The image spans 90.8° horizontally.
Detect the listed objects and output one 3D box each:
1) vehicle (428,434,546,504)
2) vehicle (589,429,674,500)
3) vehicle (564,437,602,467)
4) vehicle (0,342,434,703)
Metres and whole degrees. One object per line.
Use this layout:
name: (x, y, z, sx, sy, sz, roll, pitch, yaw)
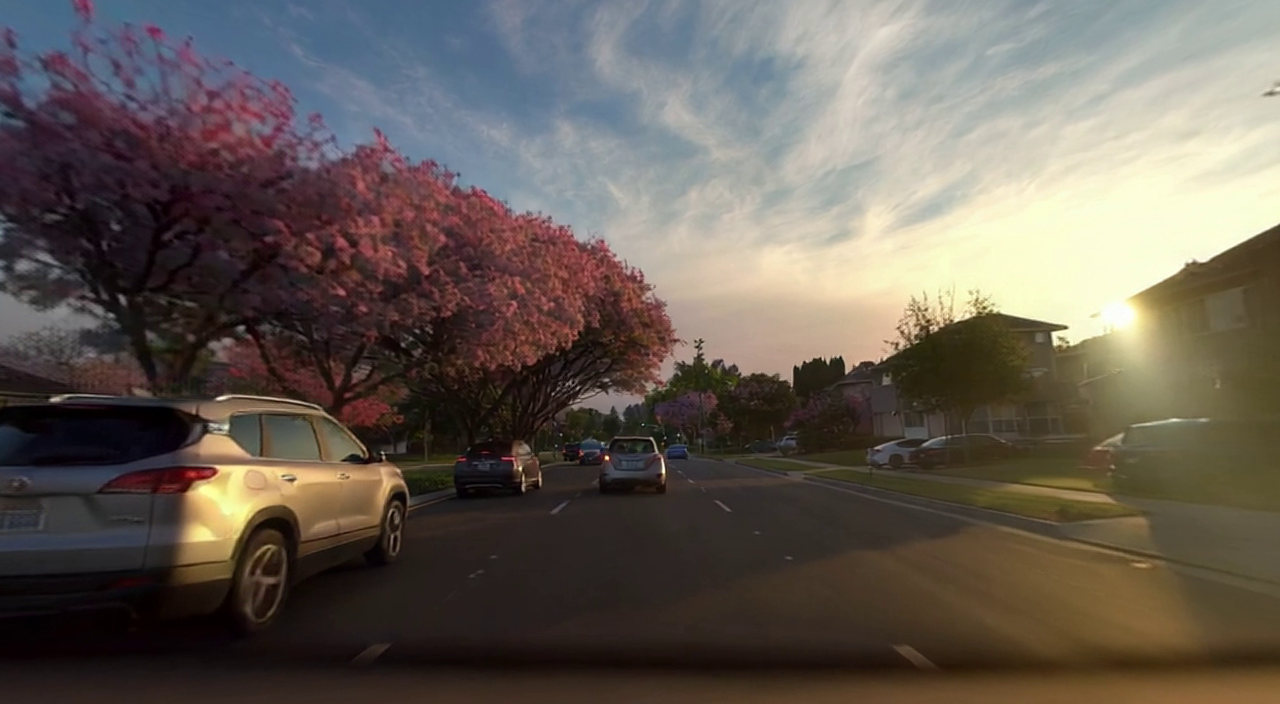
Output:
vehicle: (-3.766, 2.941, 16.328, 2.066, 1.565, 3.905, 0, -8, 0)
vehicle: (-0.200, 2.935, 16.820, 1.997, 1.636, 3.760, 0, -8, 0)
vehicle: (-3.581, 6.422, 40.635, 2.080, 1.780, 4.879, 0, -8, -1)
vehicle: (-3.700, 1.245, 5.752, 2.161, 1.919, 4.798, 0, -8, -2)
